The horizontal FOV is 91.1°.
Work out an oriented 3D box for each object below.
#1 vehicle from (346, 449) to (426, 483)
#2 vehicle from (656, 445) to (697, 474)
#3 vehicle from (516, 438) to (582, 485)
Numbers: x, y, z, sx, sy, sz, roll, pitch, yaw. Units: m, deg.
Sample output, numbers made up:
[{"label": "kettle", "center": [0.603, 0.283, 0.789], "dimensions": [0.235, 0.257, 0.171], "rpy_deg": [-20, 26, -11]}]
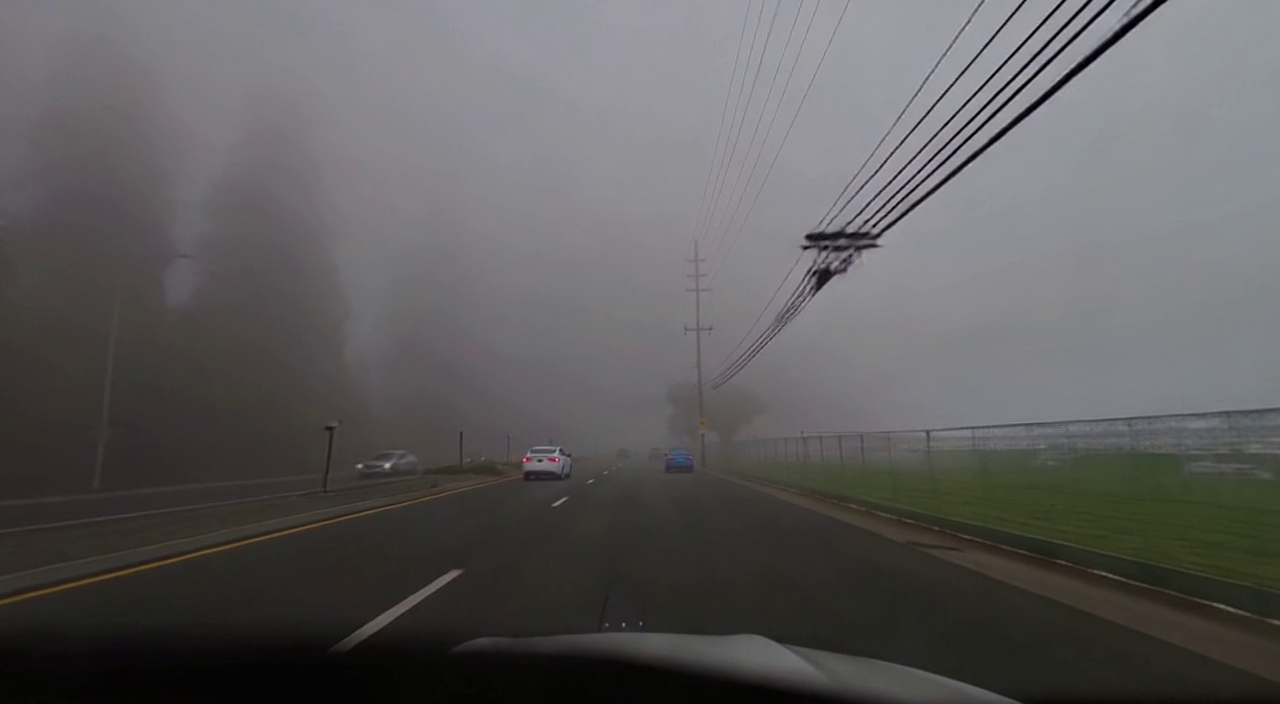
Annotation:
[{"label": "vehicle", "center": [-12.744, 5.744, 31.894], "dimensions": [2.028, 1.534, 4.589], "rpy_deg": [-1, -8, 2]}, {"label": "vehicle", "center": [1.964, 5.941, 34.955], "dimensions": [2.059, 1.486, 3.980], "rpy_deg": [0, -8, 0]}, {"label": "vehicle", "center": [-3.573, 4.380, 25.452], "dimensions": [1.950, 1.692, 4.397], "rpy_deg": [0, -8, 1]}]
